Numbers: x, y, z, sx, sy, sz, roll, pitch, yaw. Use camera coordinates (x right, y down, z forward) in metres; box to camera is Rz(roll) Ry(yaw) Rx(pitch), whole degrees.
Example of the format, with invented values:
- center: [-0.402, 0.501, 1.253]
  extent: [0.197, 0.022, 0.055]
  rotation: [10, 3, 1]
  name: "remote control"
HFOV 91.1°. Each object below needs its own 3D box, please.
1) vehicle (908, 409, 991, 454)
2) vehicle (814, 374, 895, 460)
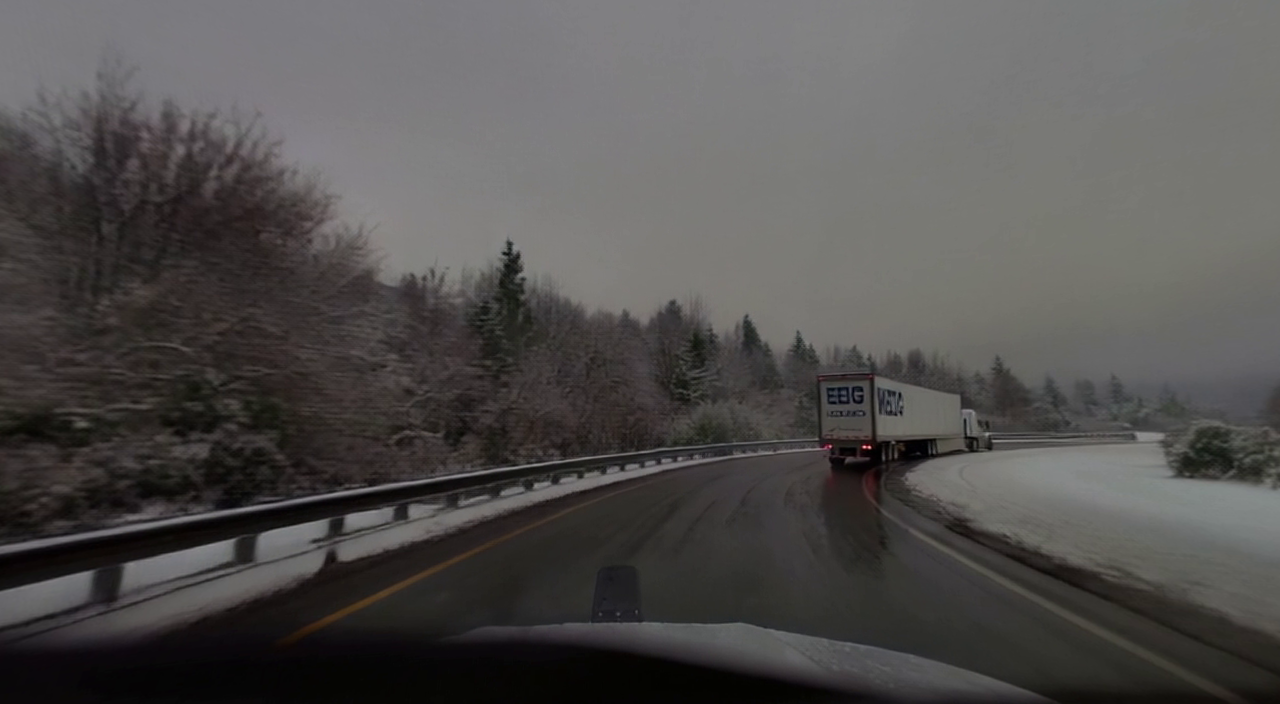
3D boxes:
- center: [19.157, 4.934, 38.752]
  extent: [6.650, 2.524, 2.120]
  rotation: [7, -10, -42]
  name: "vehicle"
- center: [10.189, 3.143, 29.814]
  extent: [2.963, 3.771, 3.137]
  rotation: [-4, -9, 29]
  name: "vehicle"
